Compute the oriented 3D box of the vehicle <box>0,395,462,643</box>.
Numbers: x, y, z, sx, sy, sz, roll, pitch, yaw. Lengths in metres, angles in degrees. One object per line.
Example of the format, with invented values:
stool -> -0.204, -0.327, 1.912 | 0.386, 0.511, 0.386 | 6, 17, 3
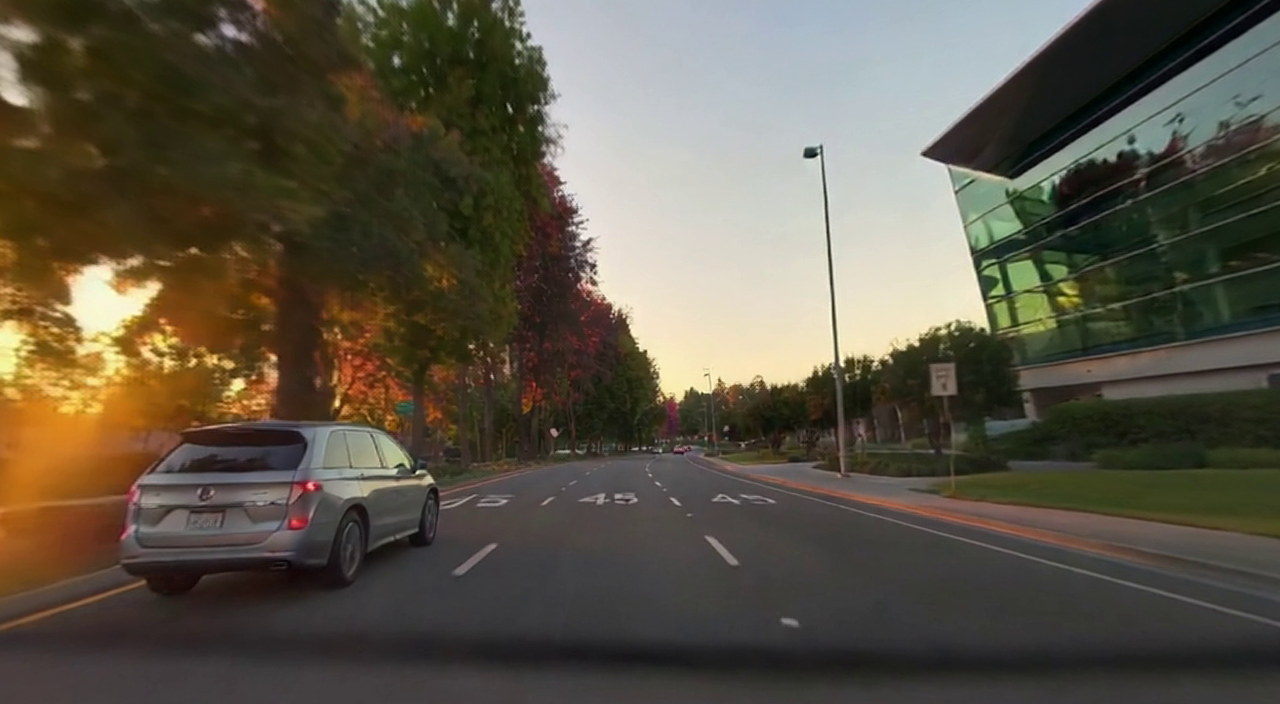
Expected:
vehicle -> -3.584, 1.508, 6.738 | 2.067, 1.700, 4.561 | 0, -9, -1
